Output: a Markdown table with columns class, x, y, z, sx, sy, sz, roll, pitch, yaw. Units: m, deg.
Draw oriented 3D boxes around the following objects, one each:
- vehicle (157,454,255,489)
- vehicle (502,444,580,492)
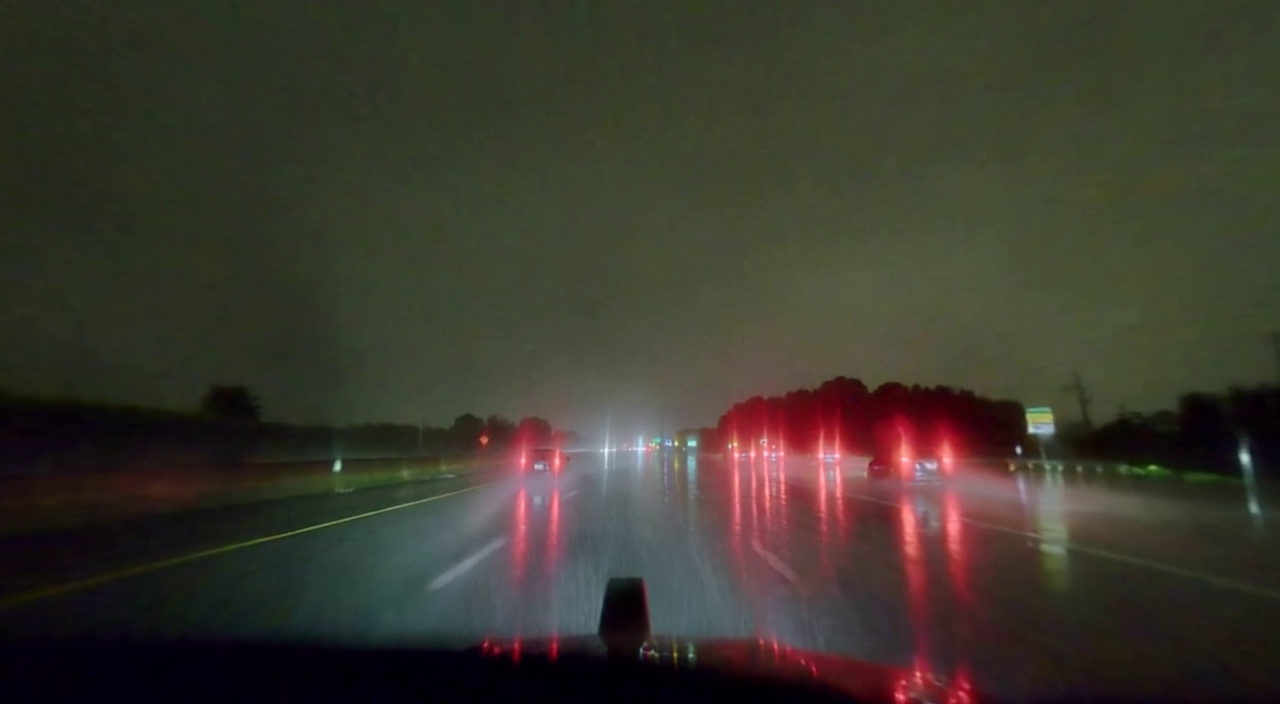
| class | x | y | z | sx | sy | sz | roll | pitch | yaw |
| --- | --- | --- | --- | --- | --- | --- | --- | --- | --- |
| vehicle | -20.249 | 5.564 | 29.603 | 1.755 | 1.449 | 4.009 | 0 | -8 | 0 |
| vehicle | -3.302 | 3.936 | 21.785 | 1.968 | 1.504 | 3.892 | 0 | -8 | 1 |
